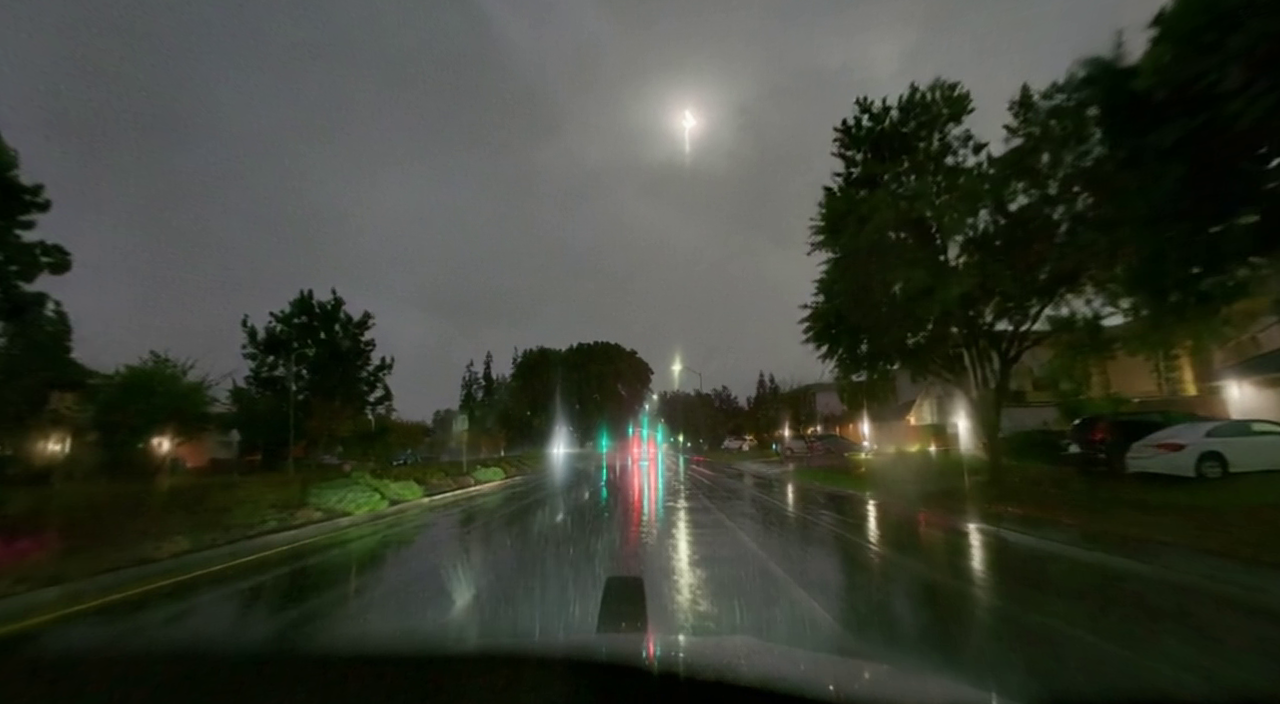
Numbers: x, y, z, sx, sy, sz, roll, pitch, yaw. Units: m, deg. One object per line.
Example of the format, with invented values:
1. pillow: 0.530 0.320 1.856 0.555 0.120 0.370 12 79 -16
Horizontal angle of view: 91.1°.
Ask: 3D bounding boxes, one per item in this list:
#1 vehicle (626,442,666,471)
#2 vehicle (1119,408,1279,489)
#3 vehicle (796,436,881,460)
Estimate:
1. vehicle: 0.320 5.704 34.381 2.054 1.456 4.003 0 -9 0
2. vehicle: 13.476 2.021 13.633 4.447 1.519 1.955 -2 -6 1
3. vehicle: 12.589 6.112 39.973 4.787 1.494 1.887 0 -9 1
